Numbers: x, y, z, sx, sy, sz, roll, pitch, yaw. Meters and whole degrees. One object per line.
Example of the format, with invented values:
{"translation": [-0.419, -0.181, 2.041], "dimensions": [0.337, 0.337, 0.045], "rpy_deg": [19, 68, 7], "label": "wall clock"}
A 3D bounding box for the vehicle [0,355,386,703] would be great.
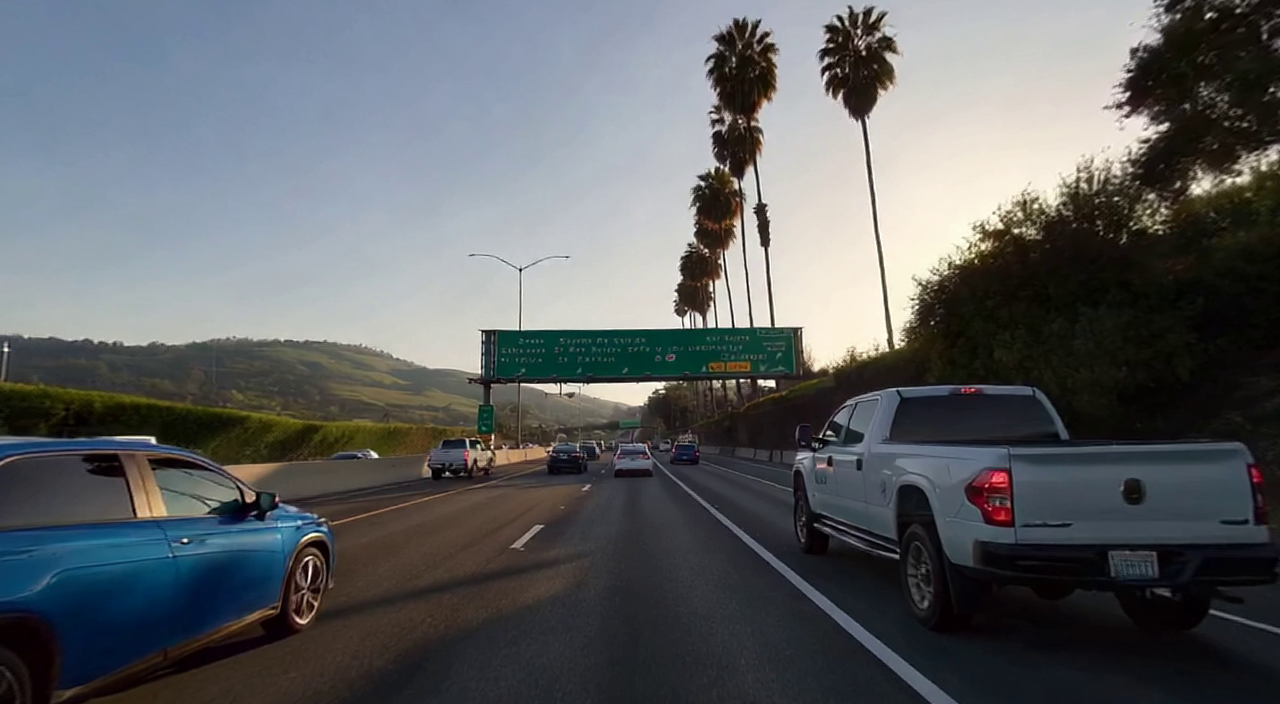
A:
{"translation": [-3.234, 1.047, 3.539], "dimensions": [1.885, 1.654, 4.103], "rpy_deg": [0, -9, 0], "label": "vehicle"}

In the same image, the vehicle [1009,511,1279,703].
{"translation": [3.155, 0.890, 0.329], "dimensions": [2.635, 1.036, 5.568], "rpy_deg": [0, -9, 0], "label": "vehicle"}

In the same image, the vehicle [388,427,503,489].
{"translation": [-6.879, 3.844, 23.170], "dimensions": [2.344, 1.954, 5.579], "rpy_deg": [0, -9, 1], "label": "vehicle"}

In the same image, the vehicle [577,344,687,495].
{"translation": [-0.149, 2.595, 22.315], "dimensions": [2.906, 4.040, 10.743], "rpy_deg": [0, -9, 1], "label": "vehicle"}

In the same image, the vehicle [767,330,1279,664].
{"translation": [3.102, 1.318, 6.863], "dimensions": [2.245, 2.103, 5.613], "rpy_deg": [0, -9, 0], "label": "vehicle"}

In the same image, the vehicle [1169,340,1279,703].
{"translation": [3.184, 0.372, 0.247], "dimensions": [1.859, 1.416, 4.695], "rpy_deg": [0, -9, -1], "label": "vehicle"}
